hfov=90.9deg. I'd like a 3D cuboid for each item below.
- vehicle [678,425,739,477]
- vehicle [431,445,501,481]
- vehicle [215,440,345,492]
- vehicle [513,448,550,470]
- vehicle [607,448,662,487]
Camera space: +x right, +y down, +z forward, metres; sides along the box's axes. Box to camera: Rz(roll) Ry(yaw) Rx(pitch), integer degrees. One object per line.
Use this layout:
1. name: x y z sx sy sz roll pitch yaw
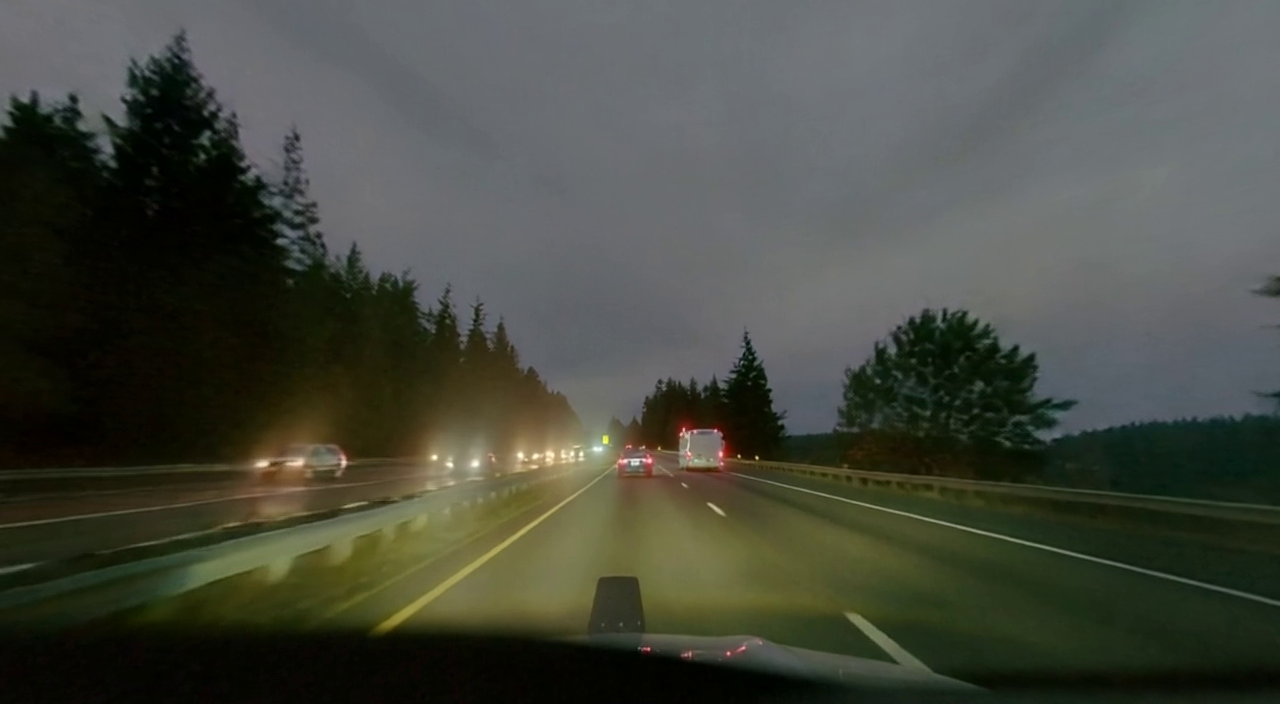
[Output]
1. vehicle: 3.690 5.511 35.214 2.513 2.633 5.930 0 -9 -2
2. vehicle: -7.480 4.790 27.472 1.833 1.444 4.120 0 -9 0
3. vehicle: -12.100 3.852 21.563 1.893 1.567 4.231 0 -9 0
4. vehicle: -7.791 7.699 45.649 1.898 1.464 4.386 0 -9 0
5. vehicle: -0.226 4.605 25.393 2.037 1.417 3.885 0 -9 0
